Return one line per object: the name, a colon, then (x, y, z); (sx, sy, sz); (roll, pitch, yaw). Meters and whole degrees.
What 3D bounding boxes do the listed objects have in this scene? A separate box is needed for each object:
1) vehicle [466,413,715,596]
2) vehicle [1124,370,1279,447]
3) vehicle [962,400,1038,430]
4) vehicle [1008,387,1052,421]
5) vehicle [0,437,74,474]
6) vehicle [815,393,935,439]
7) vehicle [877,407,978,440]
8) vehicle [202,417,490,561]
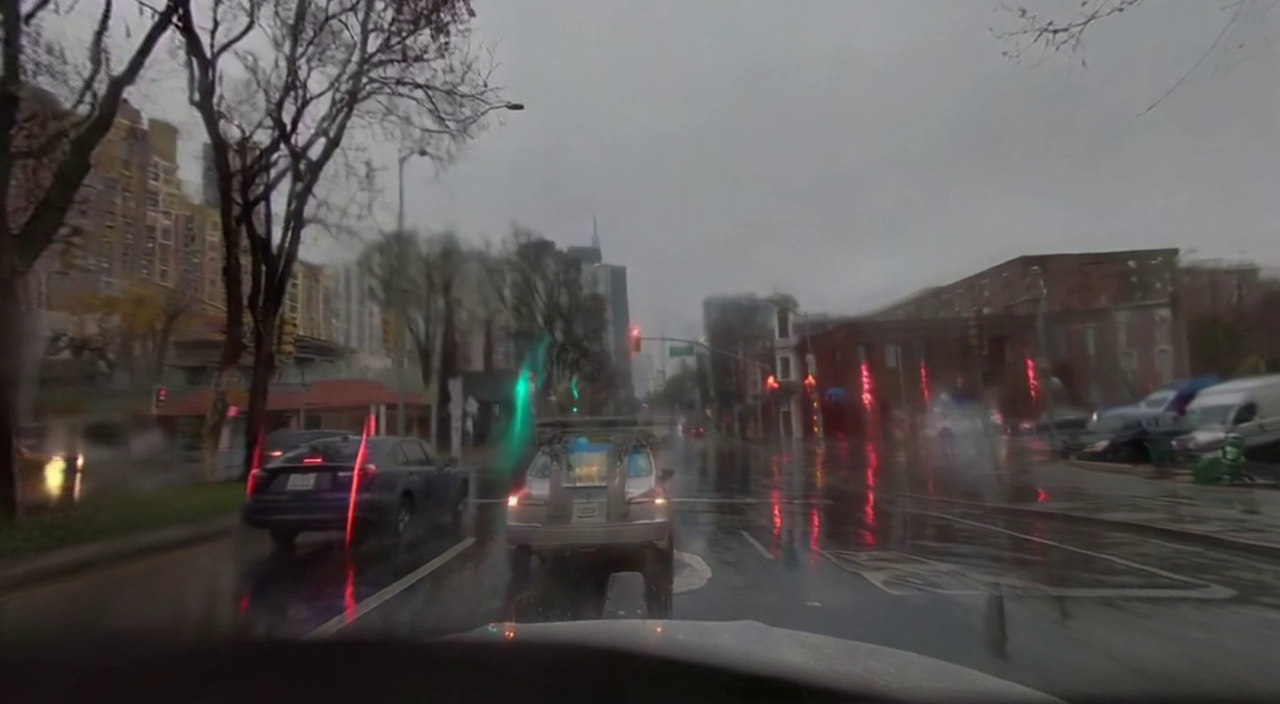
vehicle: (-0.429, 1.570, 7.326); (2.082, 1.520, 3.896); (0, -8, -1)
vehicle: (21.704, 2.166, 23.526); (5.756, 2.653, 2.403); (1, -8, -11)
vehicle: (21.147, 3.738, 37.056); (5.017, 1.542, 2.055); (7, -11, -38)
vehicle: (27.028, 3.653, 43.670); (2.152, 1.993, 5.078); (-6, -10, 34)
vehicle: (-32.413, 5.337, 32.618); (4.280, 1.857, 2.136); (0, -8, 1)
vehicle: (13.773, 3.829, 37.040); (6.541, 2.480, 2.259); (3, -9, -19)
vehicle: (15.113, 3.787, 33.168); (4.775, 1.604, 1.915); (3, -9, -20)
vehicle: (-3.697, 1.806, 9.063); (1.934, 1.522, 4.464); (0, -8, 1)
